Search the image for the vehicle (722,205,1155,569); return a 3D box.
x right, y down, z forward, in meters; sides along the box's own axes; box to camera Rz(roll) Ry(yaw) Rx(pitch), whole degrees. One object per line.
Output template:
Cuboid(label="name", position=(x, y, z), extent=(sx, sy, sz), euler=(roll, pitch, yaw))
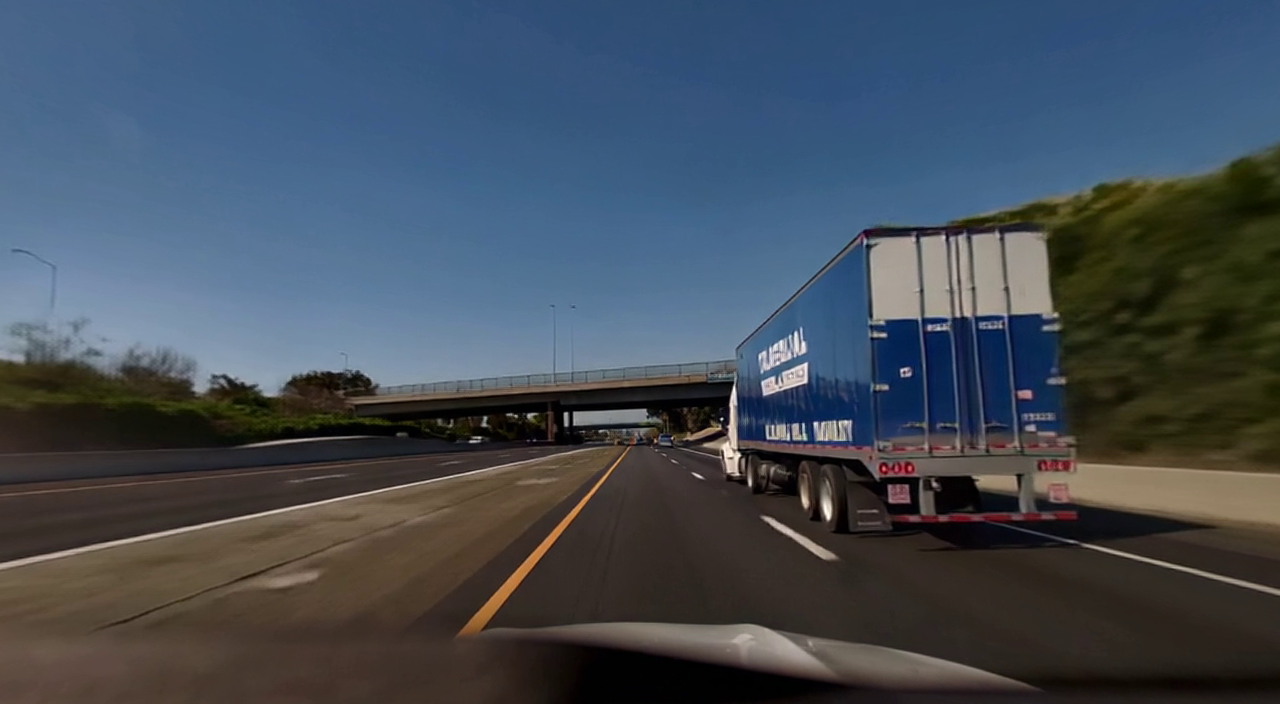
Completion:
Cuboid(label="vehicle", position=(4.159, 1.340, 14.074), extent=(3.006, 4.093, 14.142), euler=(0, -8, 1))
